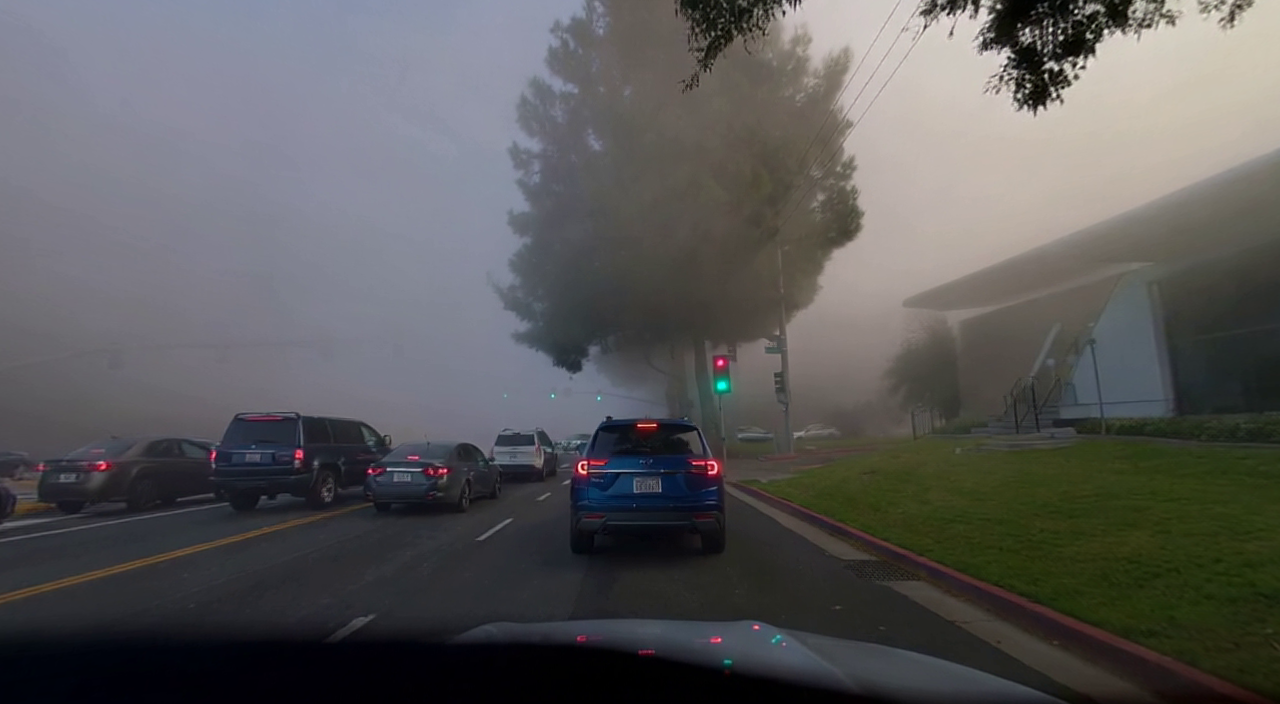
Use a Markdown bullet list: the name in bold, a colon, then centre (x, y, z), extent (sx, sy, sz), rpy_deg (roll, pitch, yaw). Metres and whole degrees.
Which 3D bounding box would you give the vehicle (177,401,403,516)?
- **vehicle**: centre (-7.398, 2.345, 14.237), extent (2.195, 2.093, 5.185), rpy_deg (0, -9, -2)

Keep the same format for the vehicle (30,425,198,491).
- **vehicle**: centre (-17.669, 3.576, 21.583), extent (2.136, 1.976, 4.342), rpy_deg (0, -9, -4)

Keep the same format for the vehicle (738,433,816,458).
- **vehicle**: centre (8.321, 5.734, 38.695), extent (4.450, 1.439, 1.796), rpy_deg (-1, -9, 4)

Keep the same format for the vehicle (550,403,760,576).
- **vehicle**: centre (0.108, 1.674, 8.415), extent (2.055, 1.681, 4.270), rpy_deg (0, -9, -1)

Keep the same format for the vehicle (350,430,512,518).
- **vehicle**: centre (-4.082, 2.451, 13.200), extent (1.942, 1.523, 4.212), rpy_deg (0, -9, 0)
